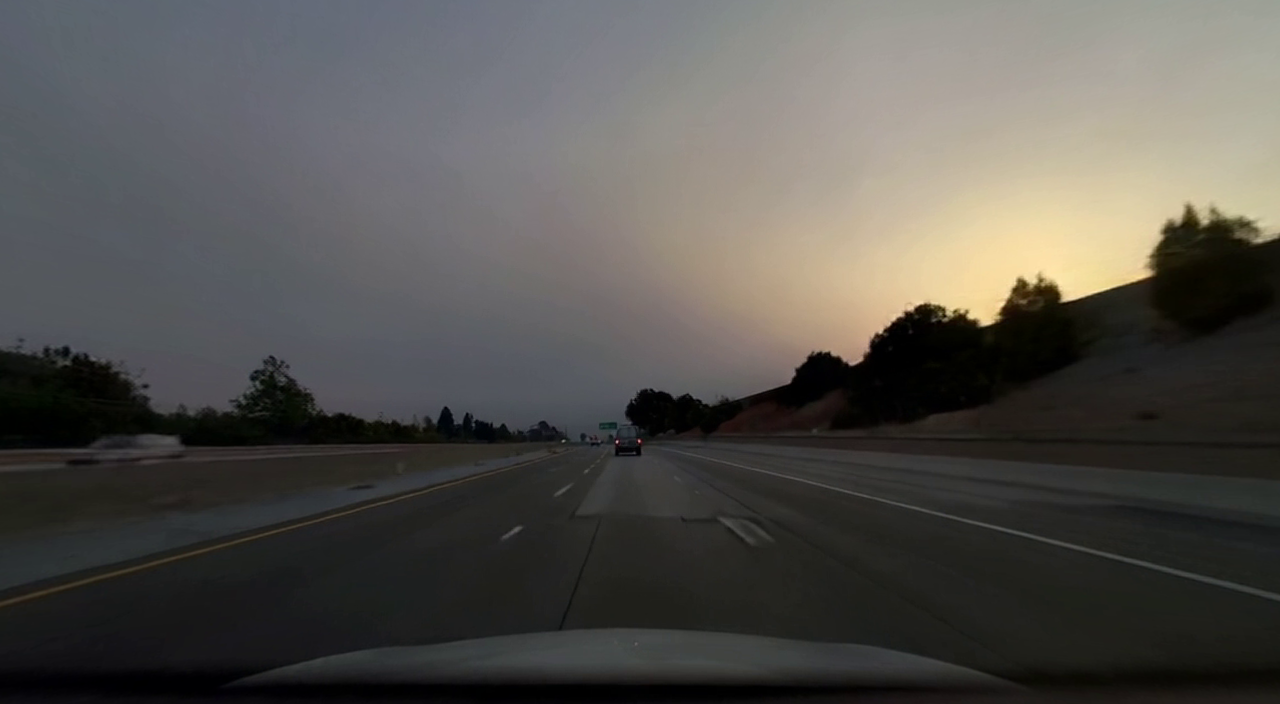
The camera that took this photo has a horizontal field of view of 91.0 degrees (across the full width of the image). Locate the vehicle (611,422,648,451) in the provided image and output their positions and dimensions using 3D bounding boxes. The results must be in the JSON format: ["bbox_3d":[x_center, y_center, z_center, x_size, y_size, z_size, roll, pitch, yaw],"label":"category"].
[{"bbox_3d":[-0.695,5.253,39.085,2.157,1.647,4.524,0,-8,-3],"label":"vehicle"}]
